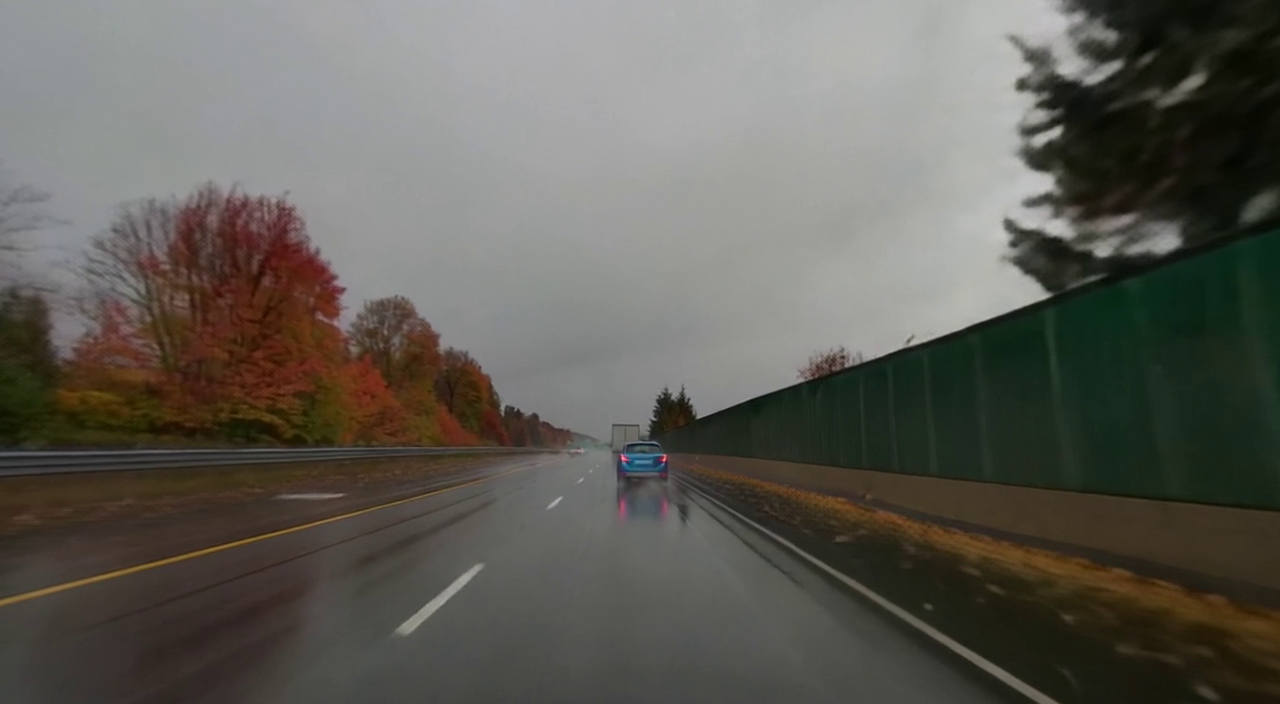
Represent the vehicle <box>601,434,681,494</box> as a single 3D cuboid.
[{"bbox_3d":[-0.046,3.192,18.345,2.057,1.516,4.065,1,-8,-2],"label":"vehicle"}]
